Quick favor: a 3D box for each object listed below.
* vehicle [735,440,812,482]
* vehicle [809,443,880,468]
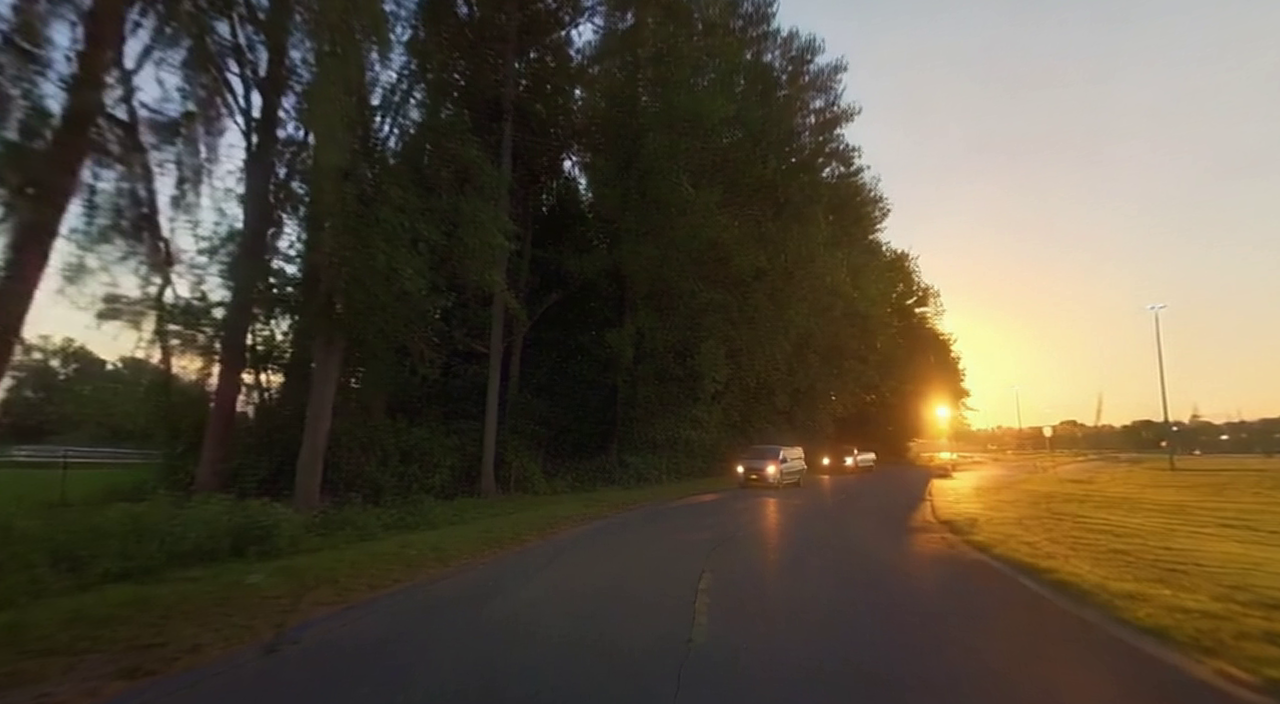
[{"bbox_3d":[6.376,5.126,29.716,1.988,1.789,4.257,-4,-10,36],"label":"vehicle"},{"bbox_3d":[15.744,7.961,48.537,2.135,1.775,4.988,5,-10,-31],"label":"vehicle"}]
